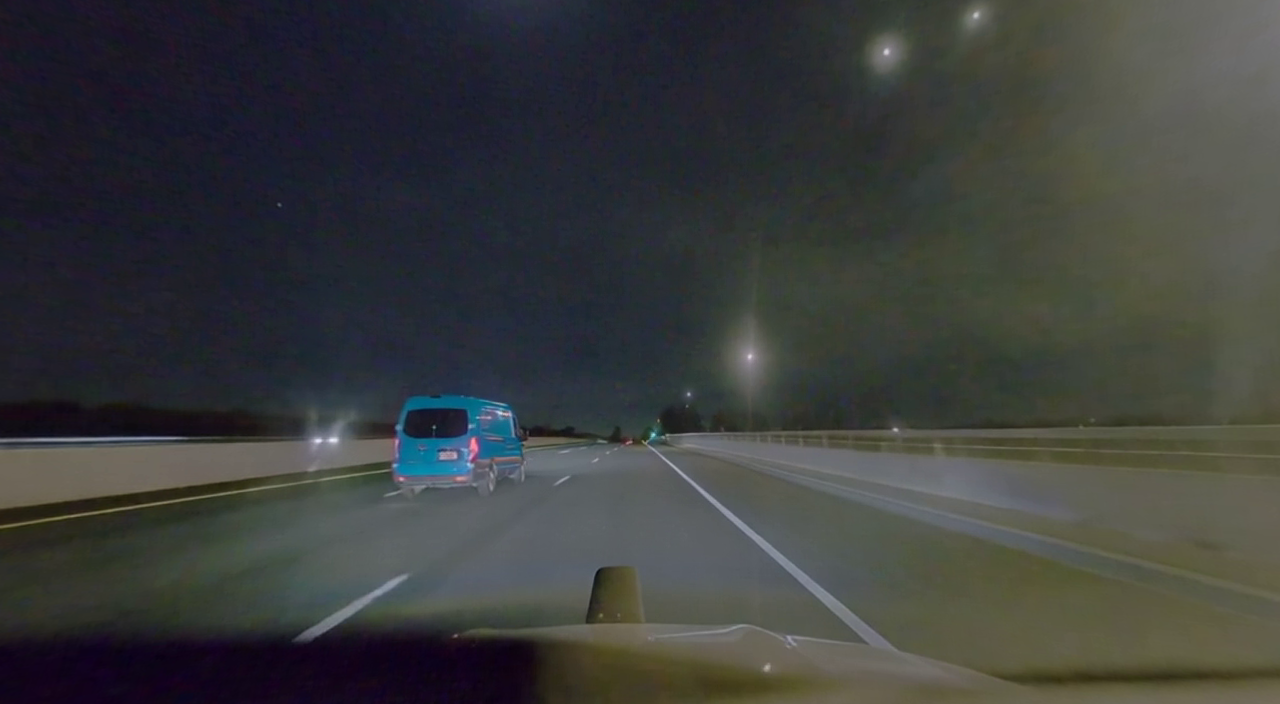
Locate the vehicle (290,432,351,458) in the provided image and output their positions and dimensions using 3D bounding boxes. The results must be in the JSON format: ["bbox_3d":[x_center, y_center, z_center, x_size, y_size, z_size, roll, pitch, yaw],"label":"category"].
[{"bbox_3d":[-23.959,6.977,47.389,2.032,1.837,4.735,0,-8,1],"label":"vehicle"}]

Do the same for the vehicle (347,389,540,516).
[{"bbox_3d":[-3.605,1.971,12.768,2.309,2.053,4.884,0,-8,0],"label":"vehicle"}]
